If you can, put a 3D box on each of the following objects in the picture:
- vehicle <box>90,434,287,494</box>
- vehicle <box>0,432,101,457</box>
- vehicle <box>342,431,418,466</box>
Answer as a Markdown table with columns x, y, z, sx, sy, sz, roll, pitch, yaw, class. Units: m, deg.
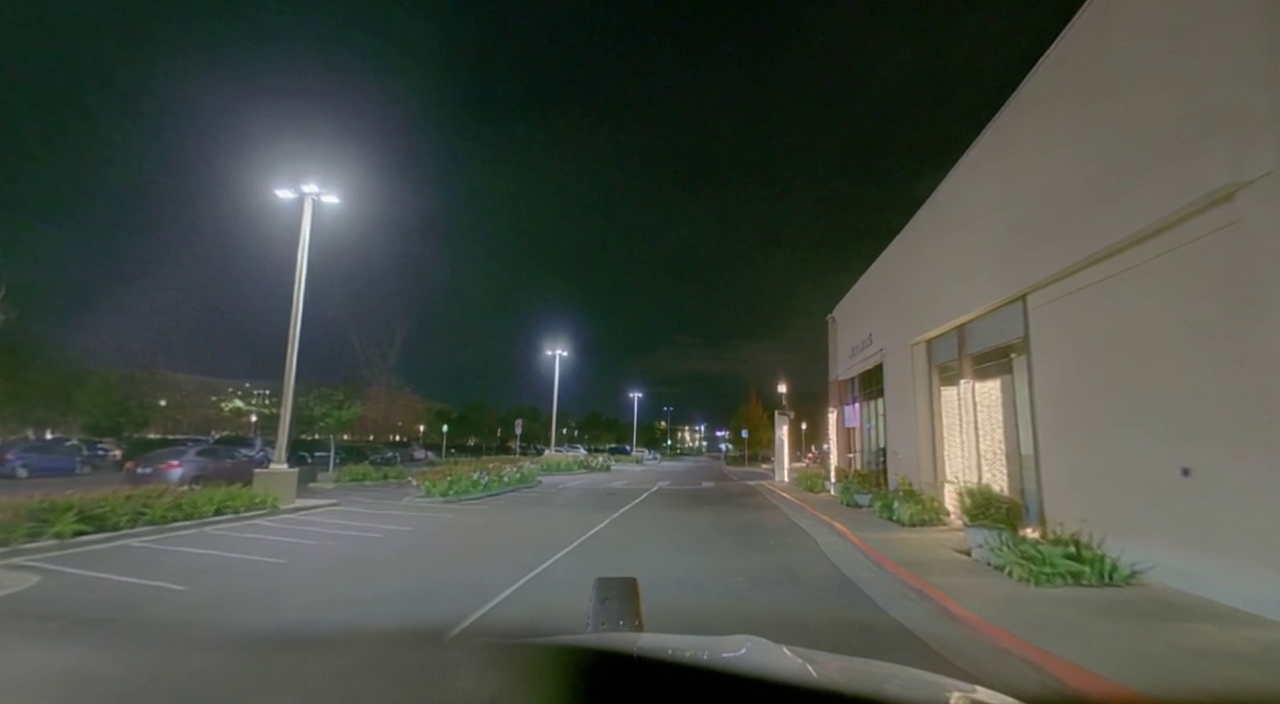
| x | y | z | sx | sy | sz | roll | pitch | yaw | class |
| --- | --- | --- | --- | --- | --- | --- | --- | --- | --- |
| -12.327 | 3.075 | 17.716 | 1.847 | 1.443 | 4.484 | -1 | -8 | 7 | vehicle |
| -36.701 | 5.795 | 39.429 | 1.858 | 1.449 | 4.296 | -1 | -8 | 10 | vehicle |
| -15.196 | 5.666 | 37.177 | 1.972 | 1.923 | 4.535 | -1 | -8 | 9 | vehicle |
